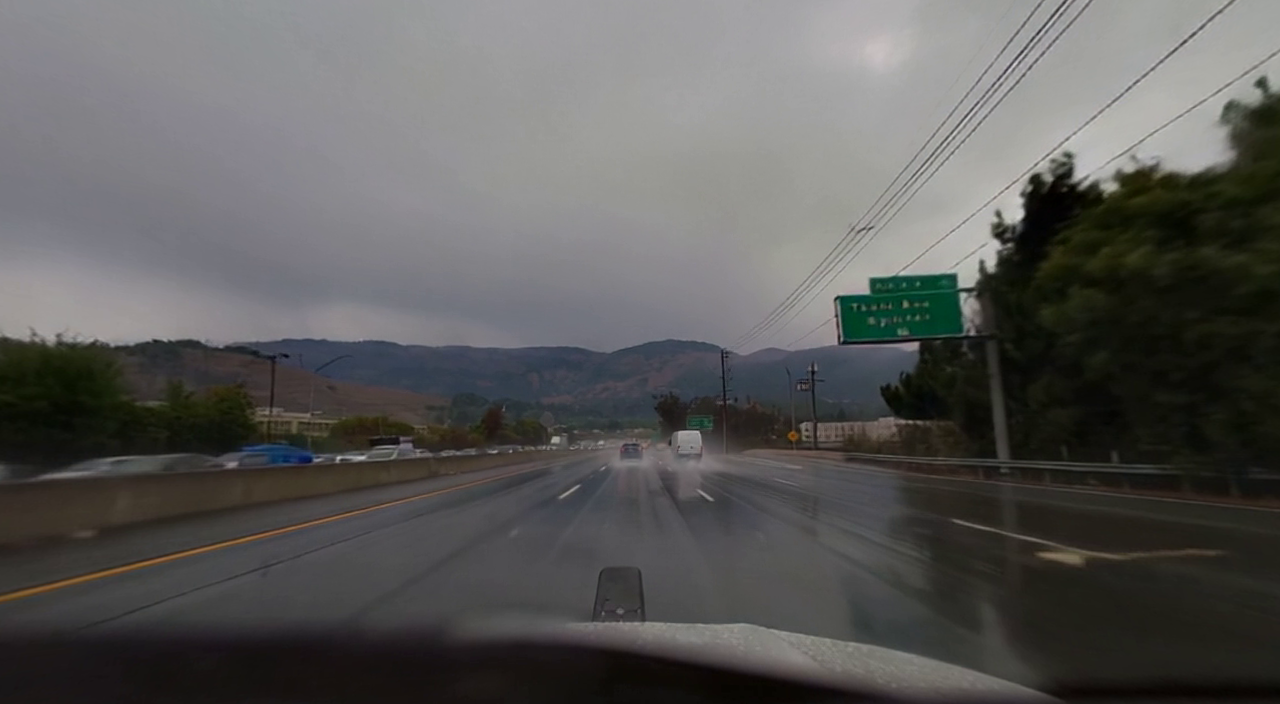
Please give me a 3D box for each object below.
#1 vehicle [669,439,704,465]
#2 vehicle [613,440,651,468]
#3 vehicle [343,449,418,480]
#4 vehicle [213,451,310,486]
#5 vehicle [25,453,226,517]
[{"bbox_3d":[3.324,7.264,45.951,2.036,1.796,4.470,0,-9,-2],"label":"vehicle"},{"bbox_3d":[-0.533,6.639,41.416,2.325,1.712,4.592,0,-9,-1],"label":"vehicle"},{"bbox_3d":[-13.565,5.866,33.314,1.969,1.481,4.595,0,-9,0],"label":"vehicle"},{"bbox_3d":[-21.449,6.590,36.189,2.125,1.793,5.662,0,-9,-1],"label":"vehicle"},{"bbox_3d":[-13.571,3.485,17.093,1.848,1.457,4.283,0,-9,-1],"label":"vehicle"}]
